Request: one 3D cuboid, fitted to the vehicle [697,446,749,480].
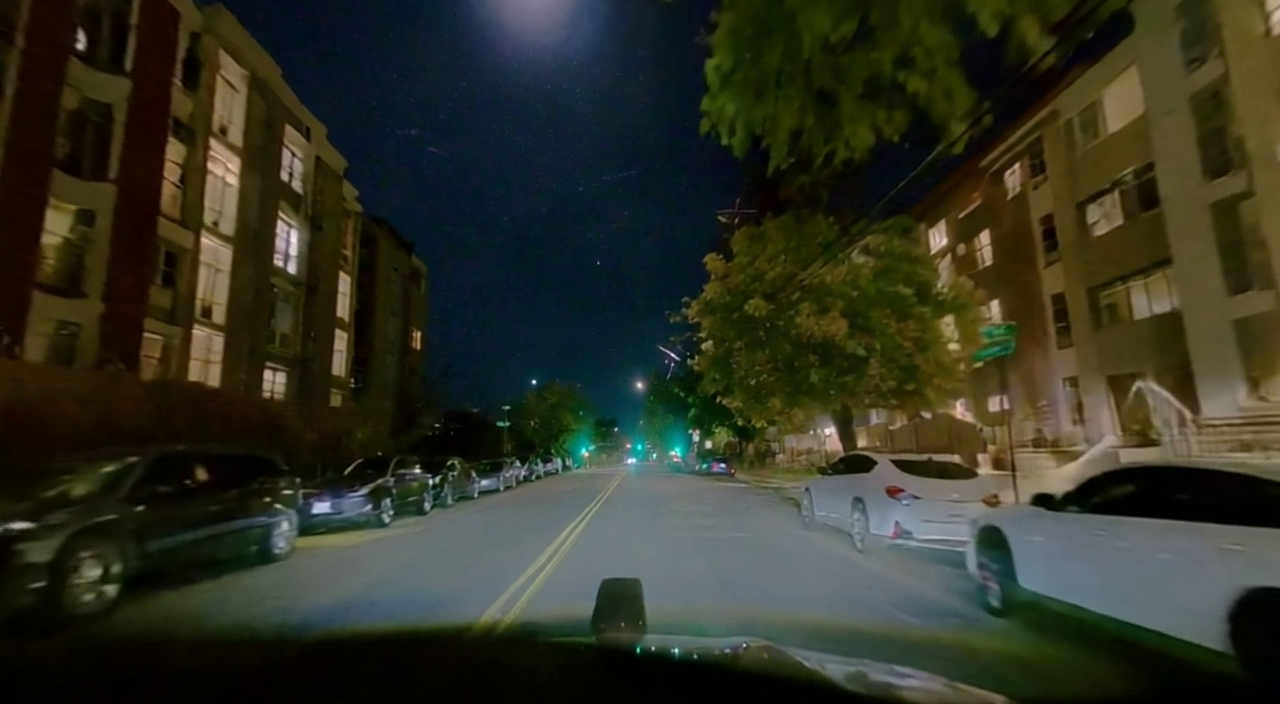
[{"bbox_3d":[3.975,5.359,30.671,1.883,1.527,3.828,0,-9,-1],"label":"vehicle"}]

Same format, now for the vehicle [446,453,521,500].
[{"bbox_3d":[-6.184,4.944,25.341,1.912,1.521,4.326,-3,-8,0],"label":"vehicle"}]

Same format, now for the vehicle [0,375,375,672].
[{"bbox_3d":[-6.124,1.833,8.020,2.555,2.236,6.491,-6,-7,0],"label":"vehicle"}]

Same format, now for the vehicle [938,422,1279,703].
[{"bbox_3d":[3.878,1.219,3.931,1.846,1.464,4.420,0,-9,0],"label":"vehicle"}]

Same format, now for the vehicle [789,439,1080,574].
[{"bbox_3d":[3.788,2.052,9.225,2.013,1.463,4.523,0,-9,-1],"label":"vehicle"}]
